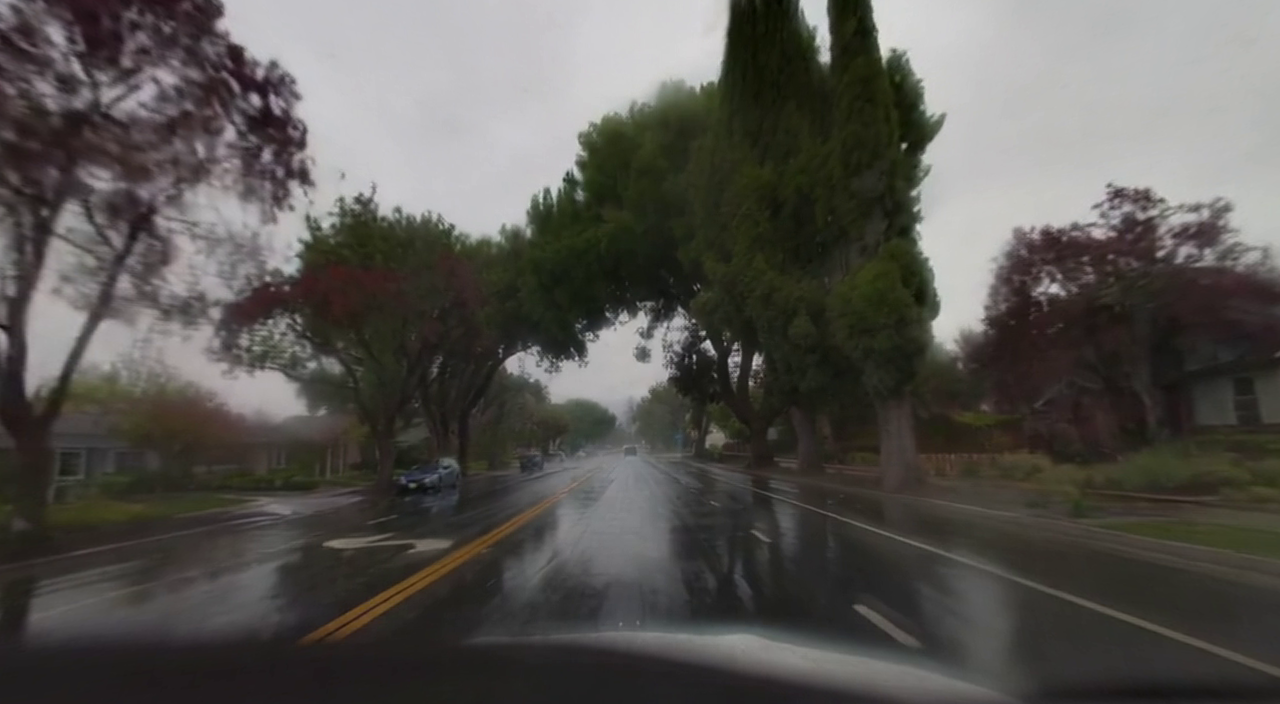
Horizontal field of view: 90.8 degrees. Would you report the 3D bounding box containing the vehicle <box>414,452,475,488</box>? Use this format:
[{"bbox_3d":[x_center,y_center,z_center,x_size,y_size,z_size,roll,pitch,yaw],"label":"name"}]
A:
[{"bbox_3d":[-10.762,6.480,35.099,1.989,1.610,4.337,-5,-8,-1],"label":"vehicle"}]

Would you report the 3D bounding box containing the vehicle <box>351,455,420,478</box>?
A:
[{"bbox_3d":[-18.993,8.560,47.286,4.310,1.690,1.848,1,-9,-3],"label":"vehicle"}]
